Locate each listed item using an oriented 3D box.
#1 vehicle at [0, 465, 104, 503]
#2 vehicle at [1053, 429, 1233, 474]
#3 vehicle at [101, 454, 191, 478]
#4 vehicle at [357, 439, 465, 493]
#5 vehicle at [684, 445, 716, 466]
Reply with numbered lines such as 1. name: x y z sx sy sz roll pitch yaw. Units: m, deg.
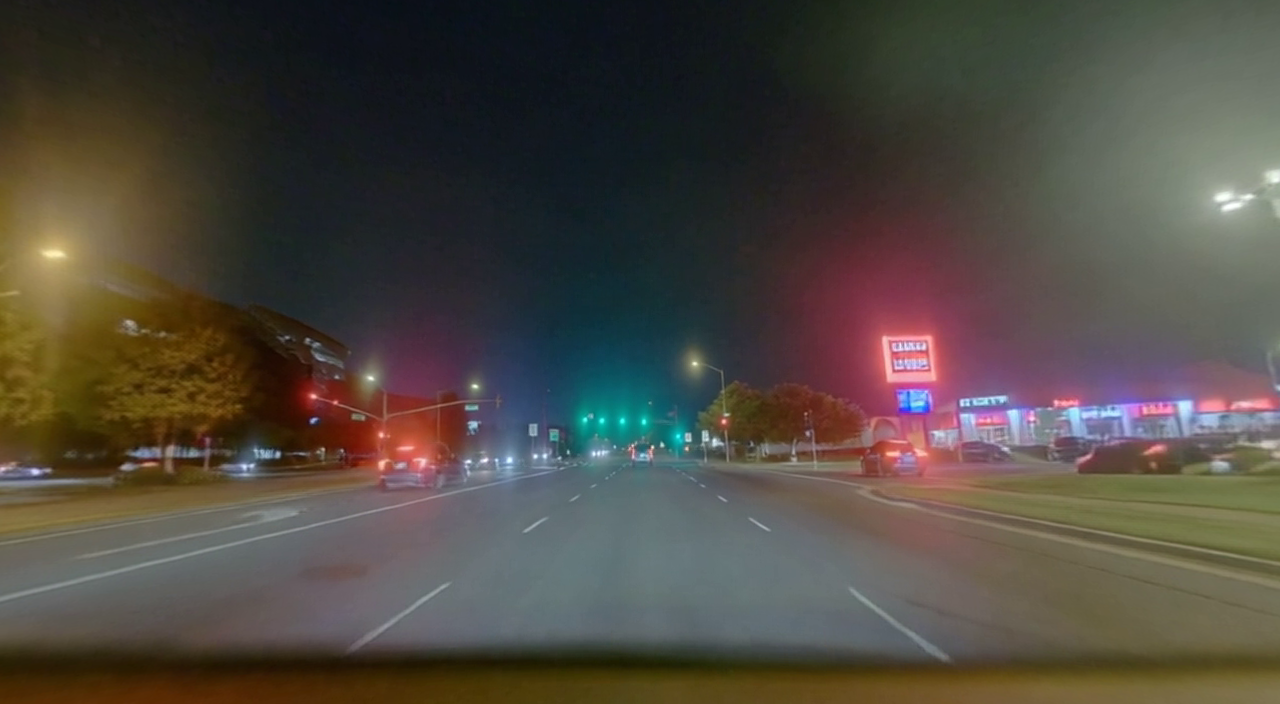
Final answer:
1. vehicle: -27.222 5.908 28.424 4.805 1.537 1.936 -2 -9 11
2. vehicle: 16.877 3.360 21.375 1.796 1.351 4.358 6 -11 -36
3. vehicle: -34.217 7.883 43.735 4.520 1.524 2.075 0 -8 1
4. vehicle: -7.878 3.947 22.280 2.231 1.650 5.052 0 -8 -4
5. vehicle: 4.460 7.795 47.588 1.913 1.463 4.198 0 -8 -1
